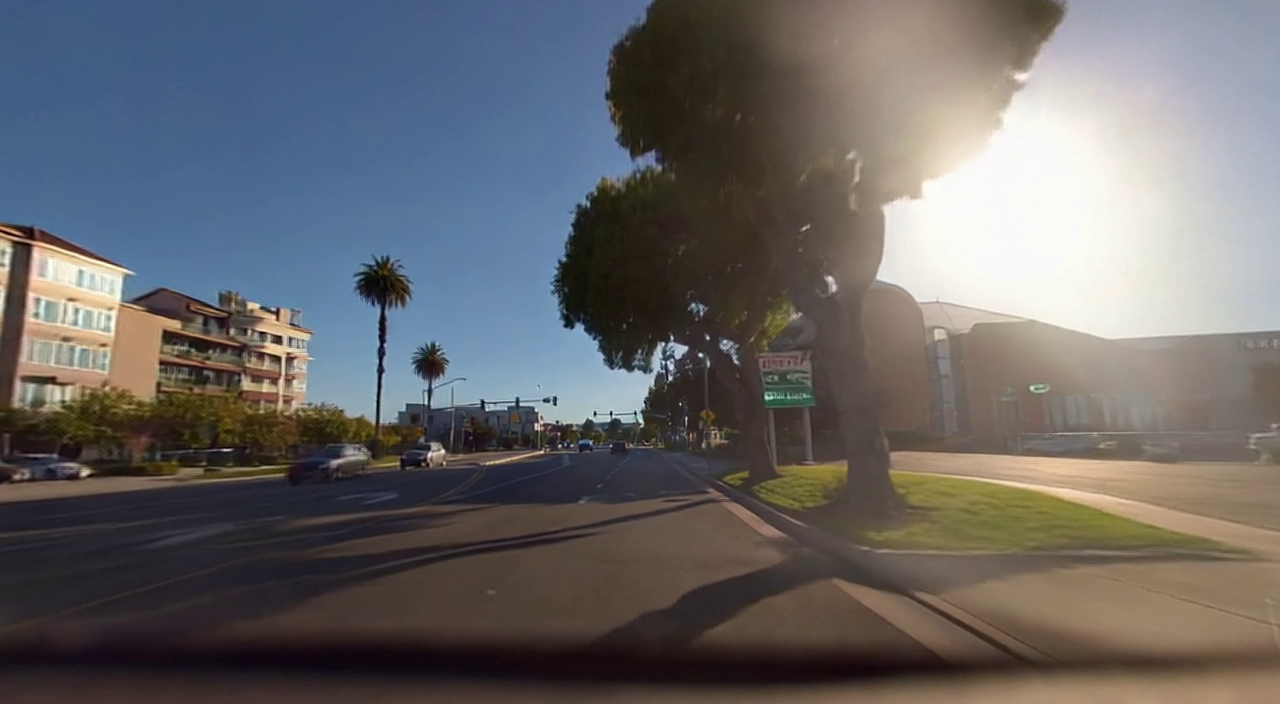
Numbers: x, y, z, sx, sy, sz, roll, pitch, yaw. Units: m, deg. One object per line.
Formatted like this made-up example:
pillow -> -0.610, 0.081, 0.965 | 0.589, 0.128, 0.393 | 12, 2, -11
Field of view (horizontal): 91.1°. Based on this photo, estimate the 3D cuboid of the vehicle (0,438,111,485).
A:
vehicle -> -29.788, 5.355, 30.368 | 6.383, 1.887, 2.223 | -4, -9, 0

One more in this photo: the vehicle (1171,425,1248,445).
vehicle -> 45.231, 6.613, 49.912 | 4.301, 1.498, 1.875 | 0, -9, 0

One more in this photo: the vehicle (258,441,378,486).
vehicle -> -12.043, 4.192, 23.922 | 2.078, 1.532, 4.627 | 0, -9, 1

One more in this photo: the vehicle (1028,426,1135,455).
vehicle -> 25.314, 5.081, 36.105 | 4.649, 1.611, 1.945 | 0, -9, -1

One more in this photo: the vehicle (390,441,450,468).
vehicle -> -16.382, 7.660, 47.141 | 2.221, 1.832, 5.572 | 0, -9, 3
